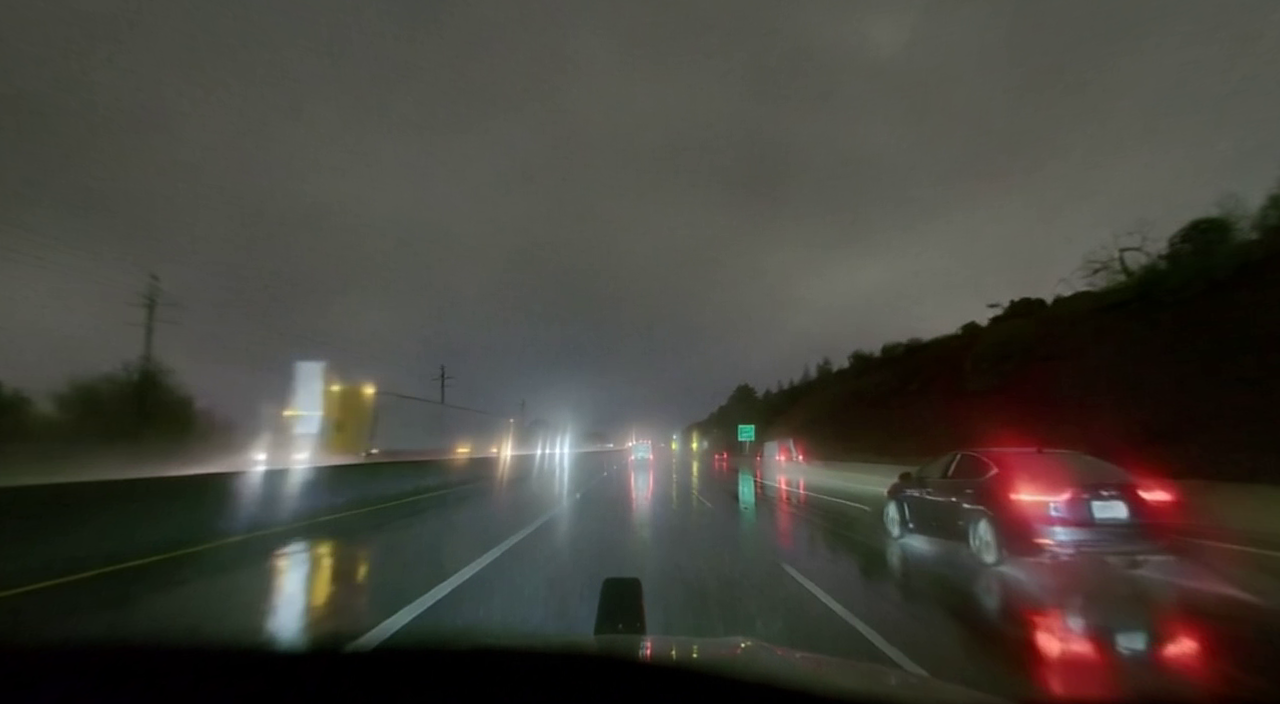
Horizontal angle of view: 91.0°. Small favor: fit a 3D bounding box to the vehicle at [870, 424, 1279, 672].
[{"bbox_3d":[4.015,1.527,6.027,1.976,1.495,4.217,0,-9,0],"label":"vehicle"}]
